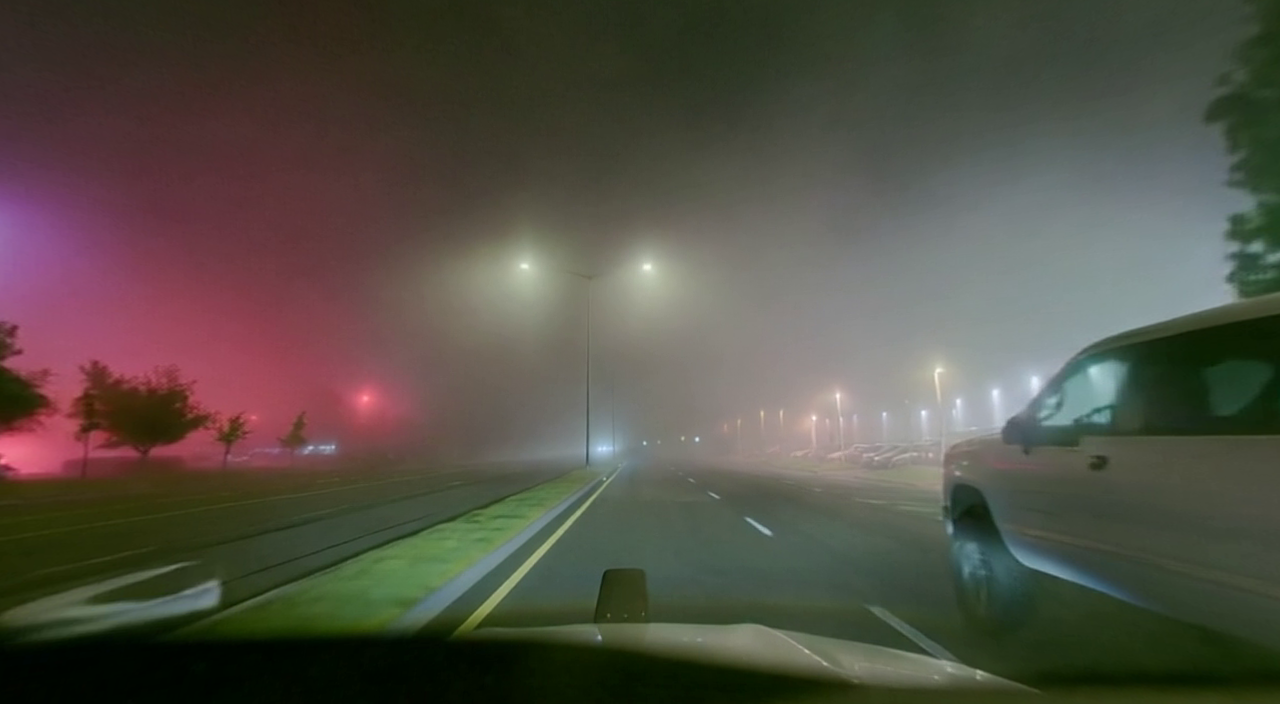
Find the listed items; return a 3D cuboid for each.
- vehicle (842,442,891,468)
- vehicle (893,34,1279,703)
[{"bbox_3d":[16.880,7.678,47.122,1.882,1.699,4.367,-2,-7,-2],"label":"vehicle"},{"bbox_3d":[3.294,0.339,2.149,2.484,2.642,5.990,0,-8,2],"label":"vehicle"}]
